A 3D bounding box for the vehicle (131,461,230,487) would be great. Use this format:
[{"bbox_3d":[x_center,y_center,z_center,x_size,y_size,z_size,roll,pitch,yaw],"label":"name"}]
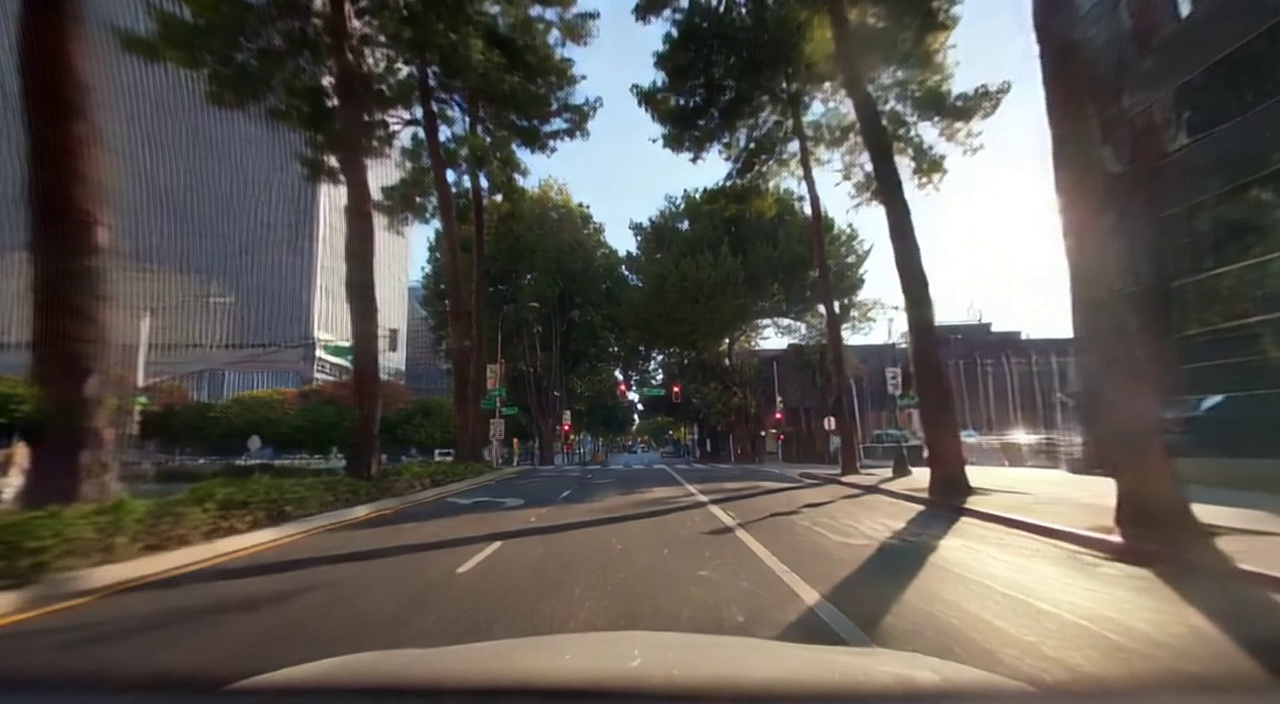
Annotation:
[{"bbox_3d":[-29.916,7.955,41.246,4.758,1.549,2.194,0,-8,0],"label":"vehicle"}]
